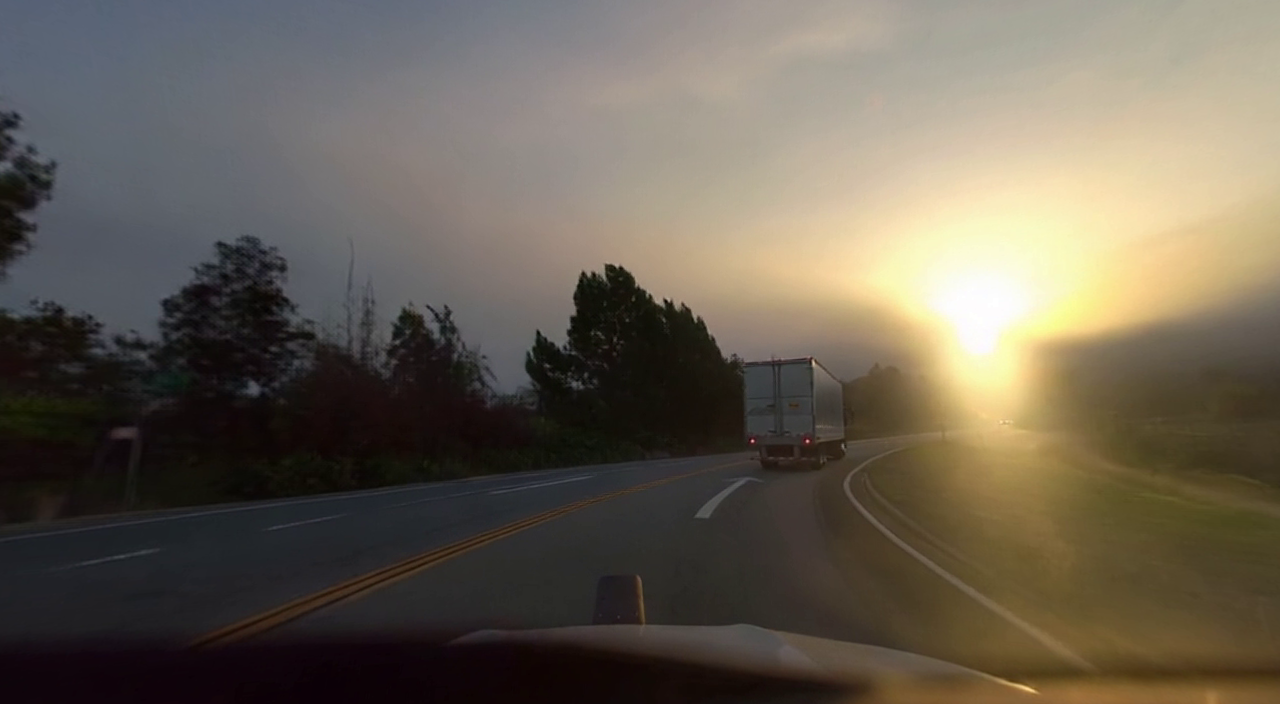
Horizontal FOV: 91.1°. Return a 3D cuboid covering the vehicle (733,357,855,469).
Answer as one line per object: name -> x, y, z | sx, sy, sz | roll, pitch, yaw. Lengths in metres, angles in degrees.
vehicle -> 6.800, 2.724, 26.192 | 2.837, 3.712, 10.484 | -4, -8, 24
